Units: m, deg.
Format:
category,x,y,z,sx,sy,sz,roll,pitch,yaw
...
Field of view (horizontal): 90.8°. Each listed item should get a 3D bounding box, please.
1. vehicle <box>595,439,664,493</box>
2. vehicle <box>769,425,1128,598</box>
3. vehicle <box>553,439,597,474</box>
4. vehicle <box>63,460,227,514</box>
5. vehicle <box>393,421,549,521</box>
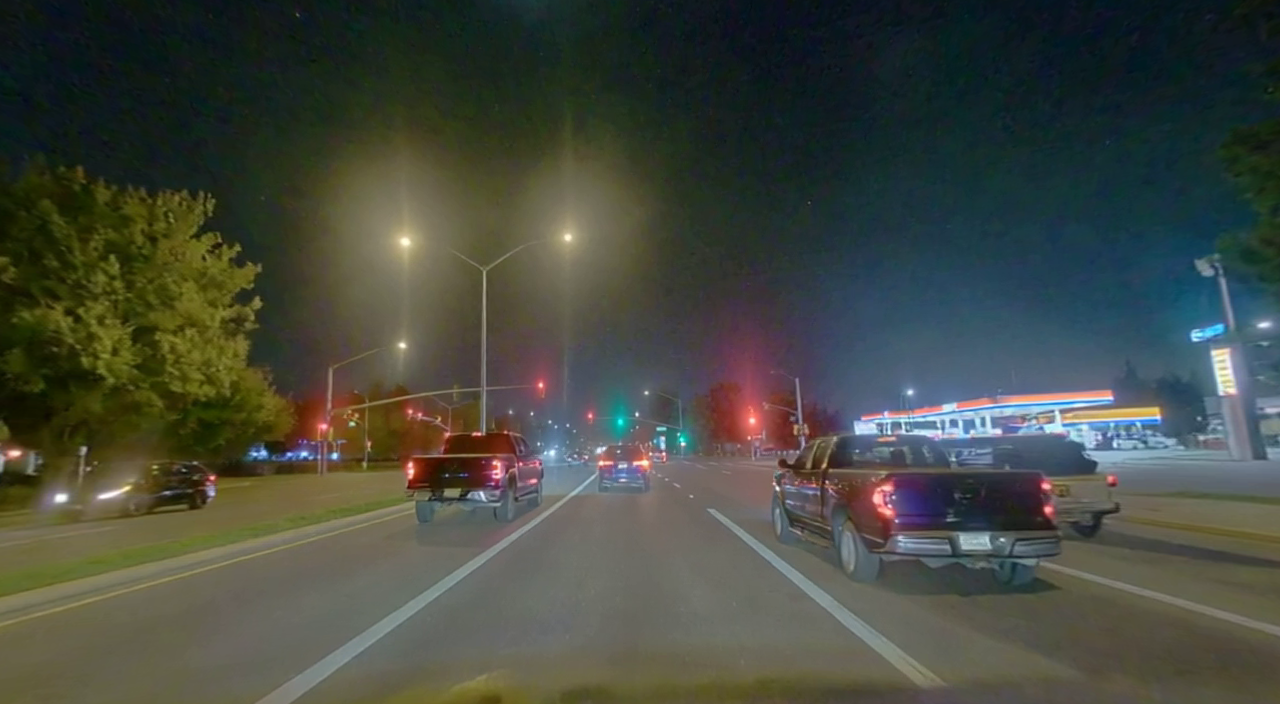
category,x,y,z,sx,sy,sz,roll,pitch,yaw
vehicle,-0.371,3.699,20.815,2.029,1.605,3.827,0,-9,-2
vehicle,3.163,1.728,7.805,2.061,1.487,4.462,0,-9,-2
vehicle,-4.023,6.564,39.991,2.321,2.026,5.307,0,-9,-1
vehicle,-16.191,4.410,21.061,1.866,1.477,4.550,0,-9,-2
vehicle,-3.669,2.730,15.078,2.195,1.905,5.634,0,-9,0
